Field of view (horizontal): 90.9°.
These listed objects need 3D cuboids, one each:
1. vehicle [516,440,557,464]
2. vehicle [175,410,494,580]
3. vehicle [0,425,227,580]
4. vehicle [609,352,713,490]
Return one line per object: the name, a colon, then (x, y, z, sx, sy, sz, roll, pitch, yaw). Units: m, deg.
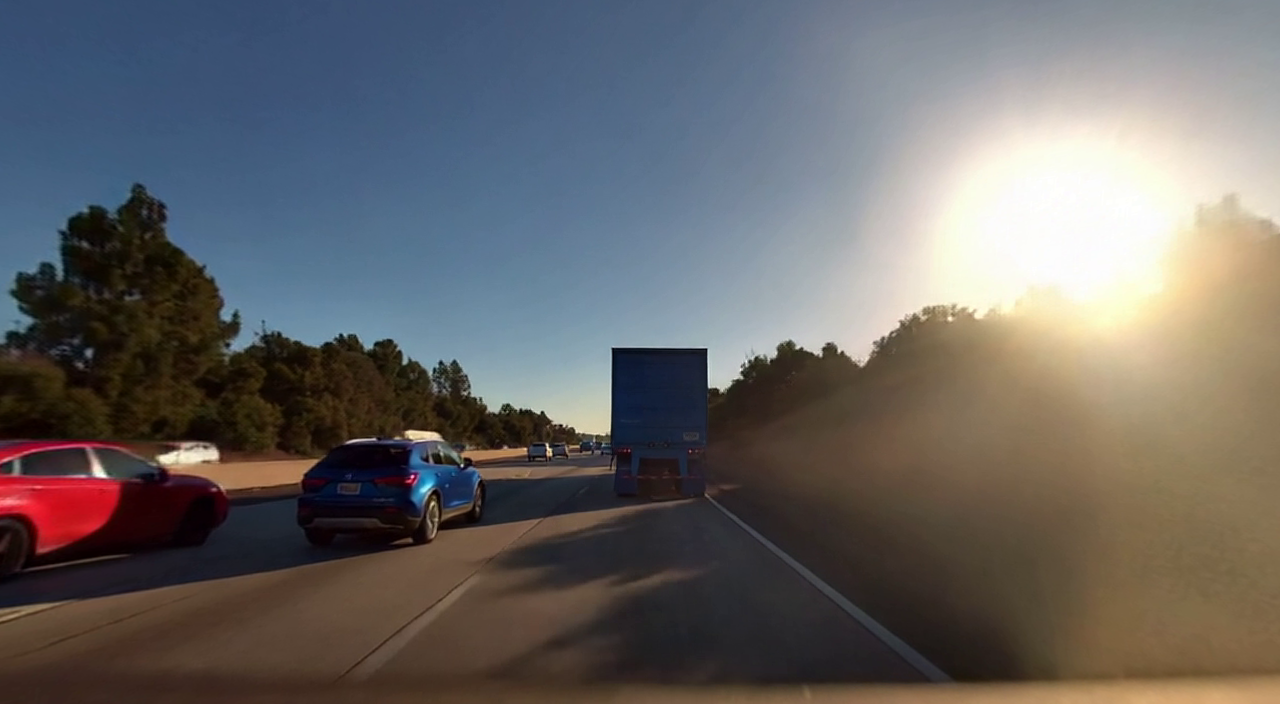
vehicle: (-6.720, 6.554, 41.467, 1.882, 1.451, 4.416, 0, -9, 1)
vehicle: (-3.536, 1.736, 8.445, 2.077, 1.671, 4.249, 0, -9, 1)
vehicle: (-7.203, 1.570, 6.849, 2.063, 1.480, 4.842, 0, -9, 1)
vehicle: (0.637, 2.686, 22.931, 2.870, 3.841, 10.653, 0, -9, 1)
